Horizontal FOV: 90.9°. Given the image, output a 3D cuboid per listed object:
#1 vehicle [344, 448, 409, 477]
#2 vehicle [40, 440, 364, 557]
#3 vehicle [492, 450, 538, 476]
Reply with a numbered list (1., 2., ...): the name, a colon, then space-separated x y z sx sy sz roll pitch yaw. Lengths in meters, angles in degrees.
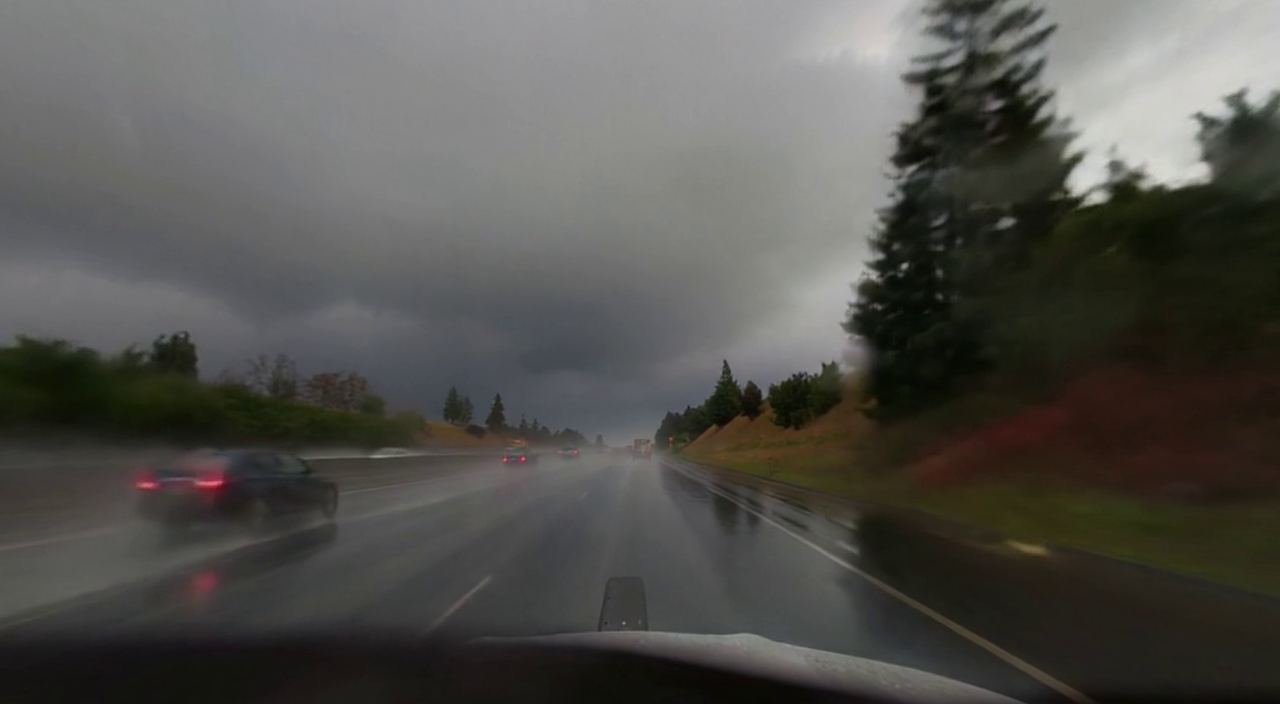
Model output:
1. vehicle: -14.618 6.135 35.217 1.794 1.461 4.344 0 -9 0
2. vehicle: -6.654 2.244 10.445 2.015 1.483 4.626 0 -9 0
3. vehicle: -7.524 6.691 38.301 1.966 1.476 4.240 0 -9 0
